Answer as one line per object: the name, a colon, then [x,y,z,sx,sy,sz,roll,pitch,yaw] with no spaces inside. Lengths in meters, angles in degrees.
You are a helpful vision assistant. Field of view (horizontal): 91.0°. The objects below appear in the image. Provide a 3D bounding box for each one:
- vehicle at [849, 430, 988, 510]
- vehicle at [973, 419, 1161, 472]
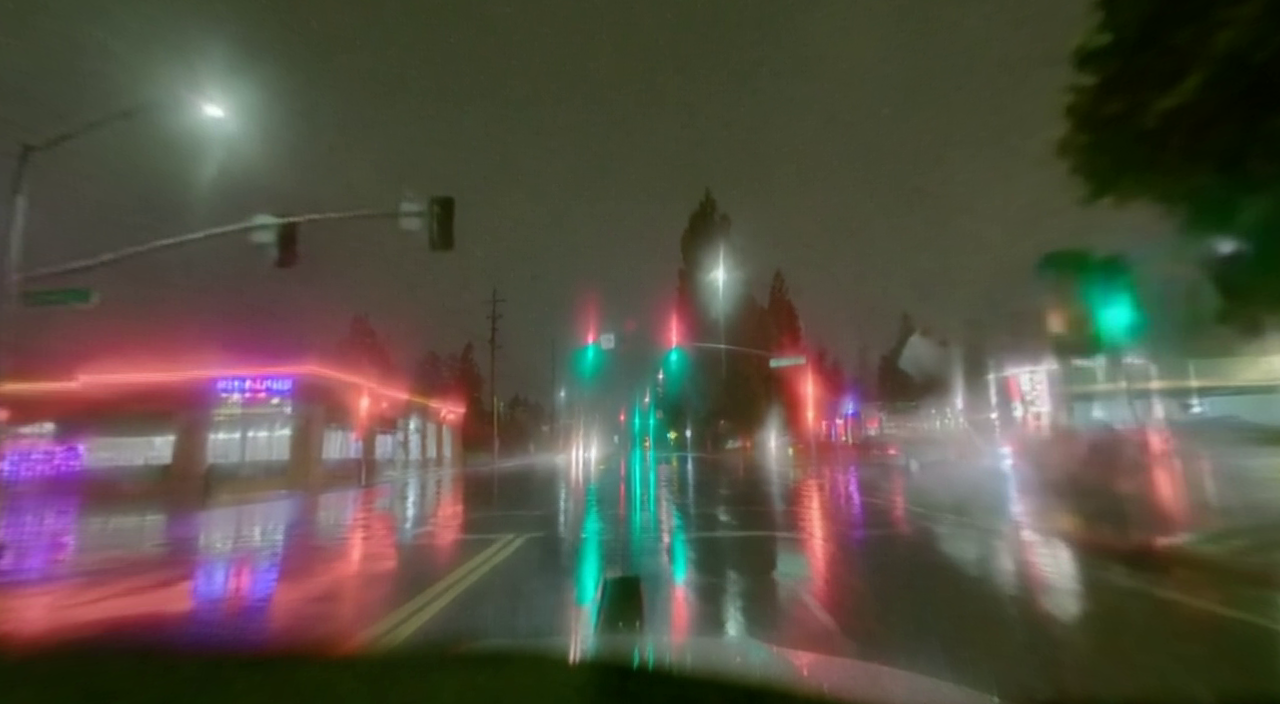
vehicle: [6.447,2.549,14.253,2.064,1.470,4.610,-5,-9,33]
vehicle: [14.140,3.121,21.103,4.704,1.544,2.112,-1,-8,0]
